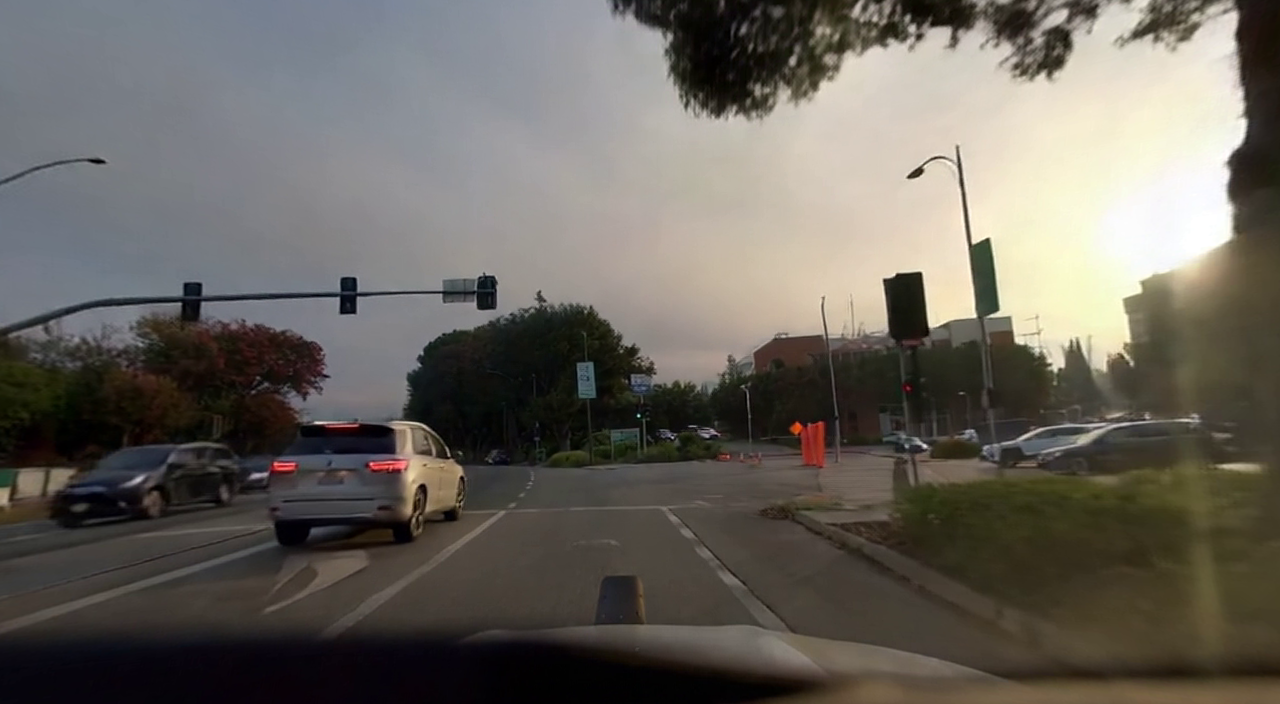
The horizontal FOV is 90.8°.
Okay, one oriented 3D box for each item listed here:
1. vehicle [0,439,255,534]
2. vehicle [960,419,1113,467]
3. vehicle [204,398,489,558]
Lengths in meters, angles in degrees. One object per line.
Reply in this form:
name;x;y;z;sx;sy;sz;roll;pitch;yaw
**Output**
vehicle;-11.382;2.964;14.622;2.433;1.784;4.681;1;-9;-7
vehicle;15.965;3.733;25.827;4.857;1.803;2.147;-4;-10;22
vehicle;-3.956;1.822;9.812;2.134;1.799;5.082;0;-9;-2
